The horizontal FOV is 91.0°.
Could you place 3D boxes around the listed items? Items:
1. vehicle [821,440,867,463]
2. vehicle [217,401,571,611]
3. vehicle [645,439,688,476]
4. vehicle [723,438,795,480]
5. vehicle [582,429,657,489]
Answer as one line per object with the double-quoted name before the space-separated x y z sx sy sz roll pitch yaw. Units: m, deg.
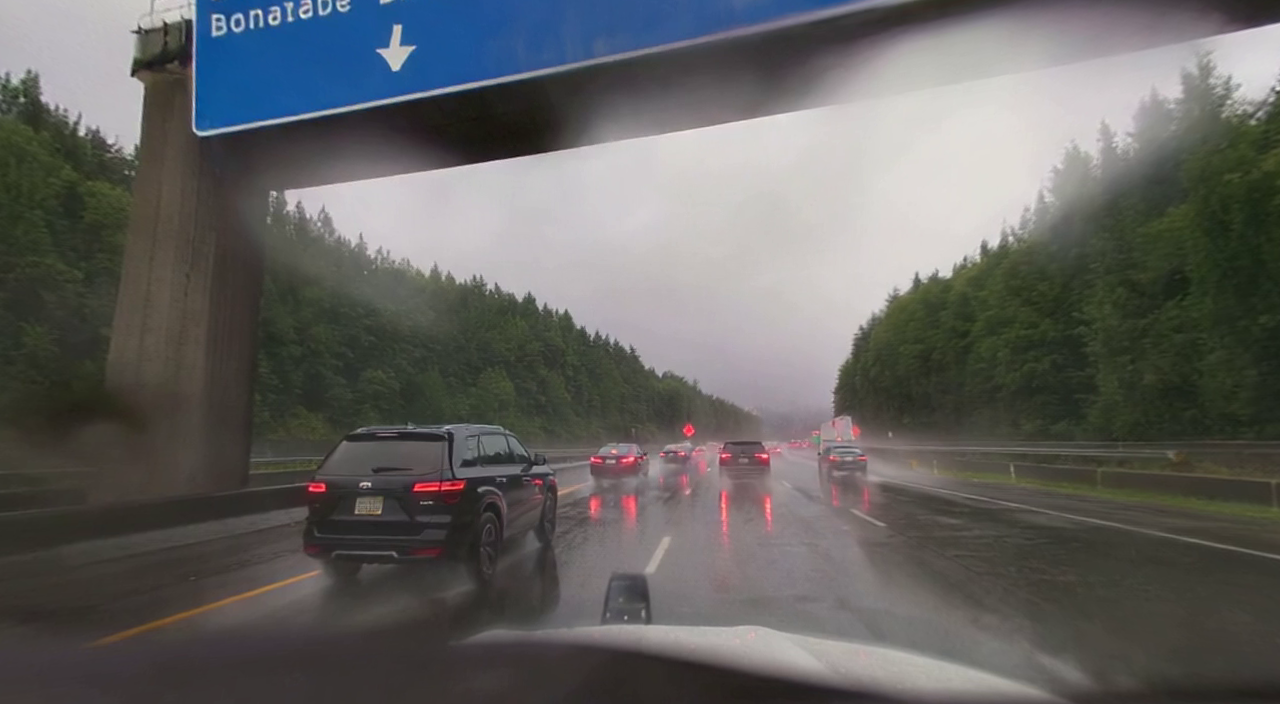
"vehicle" 13.660 6.684 42.431 1.990 1.478 4.475 -1 -8 5
"vehicle" -2.223 1.520 7.140 2.021 1.635 4.085 -1 -8 6
"vehicle" 1.178 4.531 27.342 1.755 1.457 3.686 -1 -8 3
"vehicle" 4.420 4.051 24.087 1.962 1.442 4.536 0 -8 1
"vehicle" -0.538 3.292 19.639 2.017 1.662 3.543 -1 -8 3
